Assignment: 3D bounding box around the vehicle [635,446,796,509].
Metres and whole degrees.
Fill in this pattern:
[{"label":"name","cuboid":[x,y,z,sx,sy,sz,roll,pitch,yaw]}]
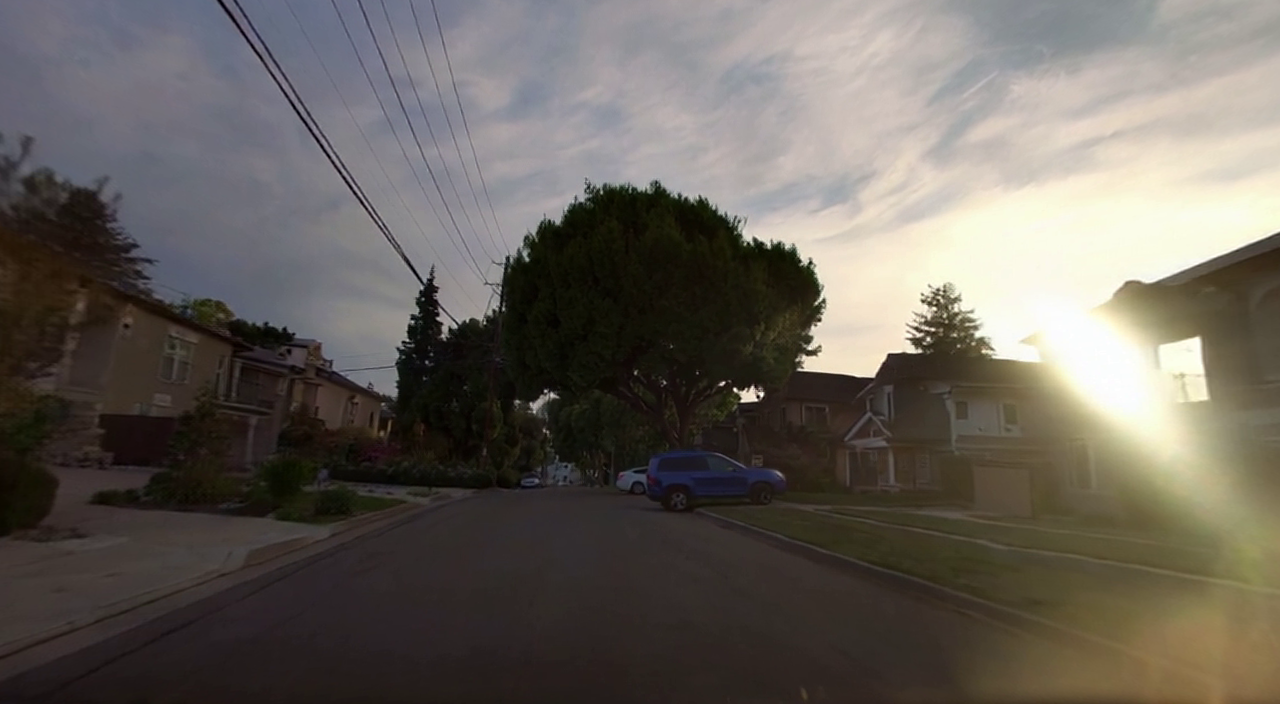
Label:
[{"label":"vehicle","cuboid":[2.194,3.690,18.962,4.413,1.728,1.869,1,-8,-10]}]
